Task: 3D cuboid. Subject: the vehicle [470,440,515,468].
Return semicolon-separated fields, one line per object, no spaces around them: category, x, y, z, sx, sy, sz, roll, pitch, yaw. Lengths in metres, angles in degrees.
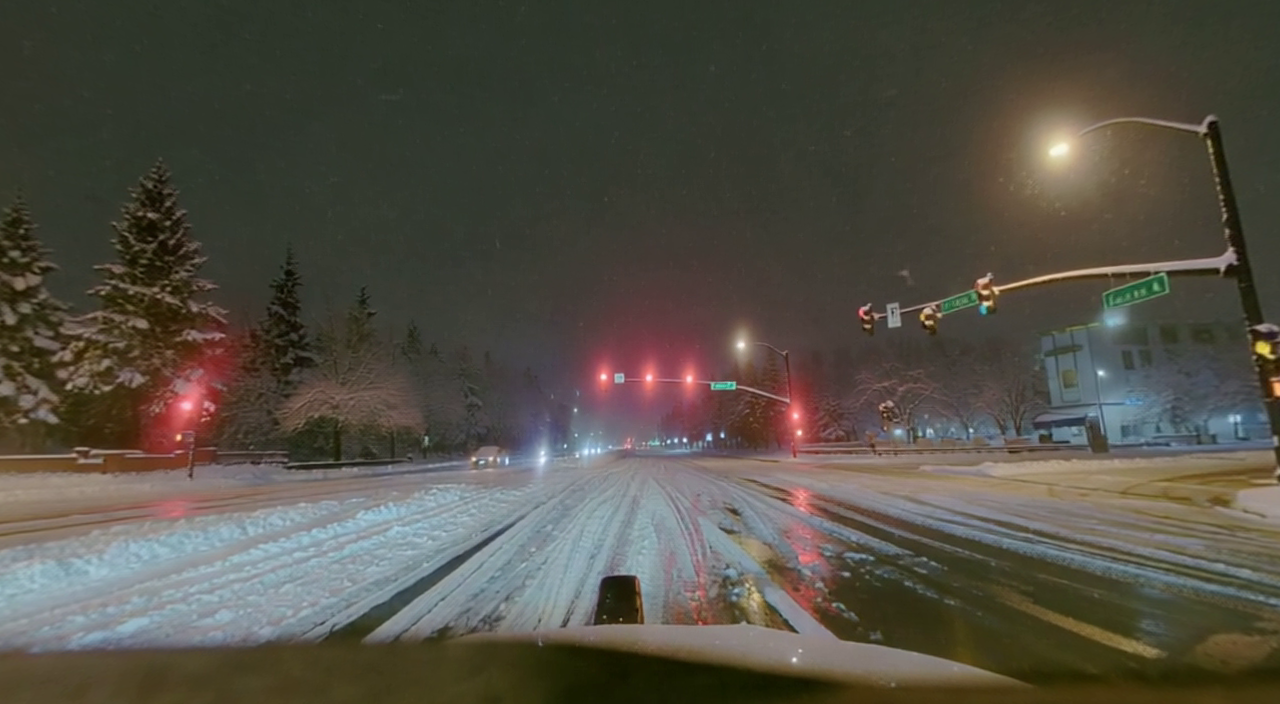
vehicle;-9.729;6.750;41.992;1.988;1.692;4.412;0;-8;0
